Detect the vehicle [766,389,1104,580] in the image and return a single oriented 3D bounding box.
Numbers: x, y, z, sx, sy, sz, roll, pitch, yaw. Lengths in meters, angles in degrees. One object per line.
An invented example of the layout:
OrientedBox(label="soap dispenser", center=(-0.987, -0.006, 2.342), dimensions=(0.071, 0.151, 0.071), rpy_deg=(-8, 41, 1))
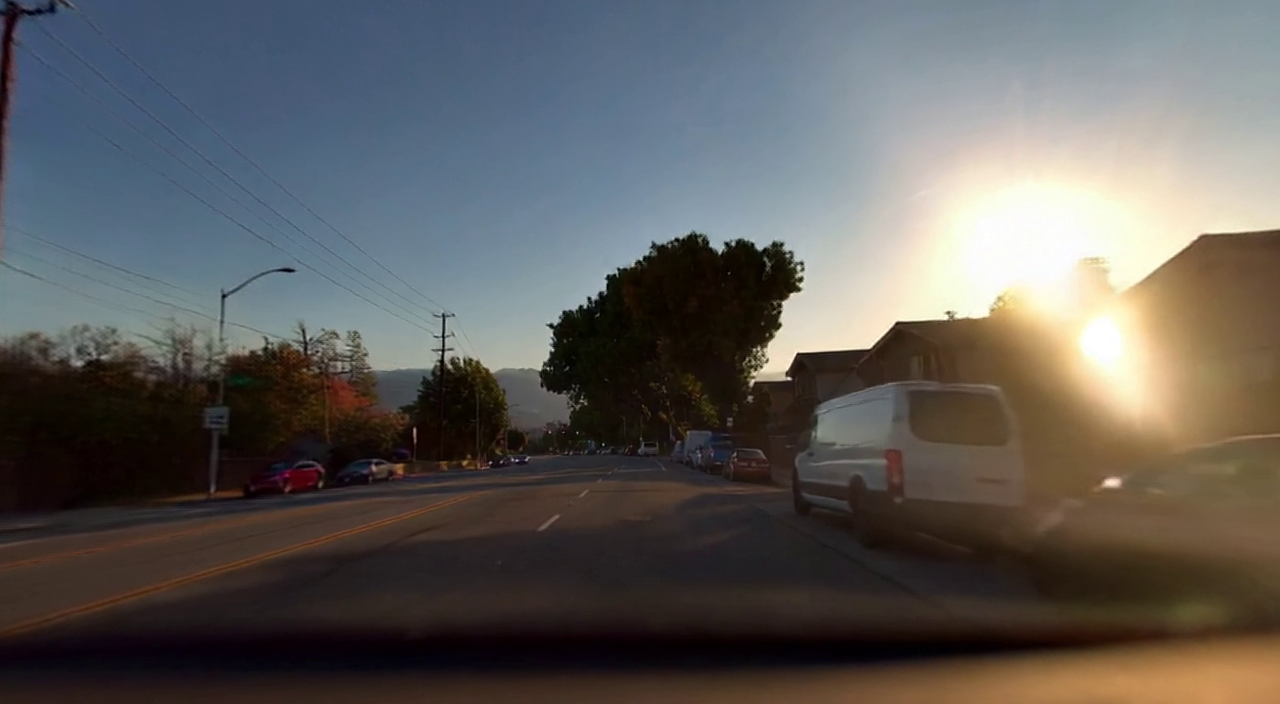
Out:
OrientedBox(label="vehicle", center=(3.740, 1.864, 9.816), dimensions=(2.372, 2.008, 6.181), rpy_deg=(0, -8, 1))

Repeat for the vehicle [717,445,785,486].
OrientedBox(label="vehicle", center=(4.280, 4.425, 24.883), dimensions=(1.804, 1.432, 4.594), rpy_deg=(0, -8, 0))

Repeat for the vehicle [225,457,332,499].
OrientedBox(label="vehicle", center=(-15.135, 5.253, 26.596), dimensions=(1.992, 1.517, 4.426), rpy_deg=(0, -8, -2))

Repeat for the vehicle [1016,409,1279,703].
OrientedBox(label="vehicle", center=(3.620, 0.914, 2.150), dimensions=(1.830, 1.484, 4.639), rpy_deg=(0, -8, 1))

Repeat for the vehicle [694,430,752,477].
OrientedBox(label="vehicle", center=(4.177, 5.251, 32.720), dimensions=(2.293, 2.171, 5.871), rpy_deg=(0, -8, 1))

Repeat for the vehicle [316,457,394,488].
OrientedBox(label="vehicle", center=(-15.231, 6.455, 33.857), dimensions=(1.944, 1.454, 4.581), rpy_deg=(0, -8, 2))
